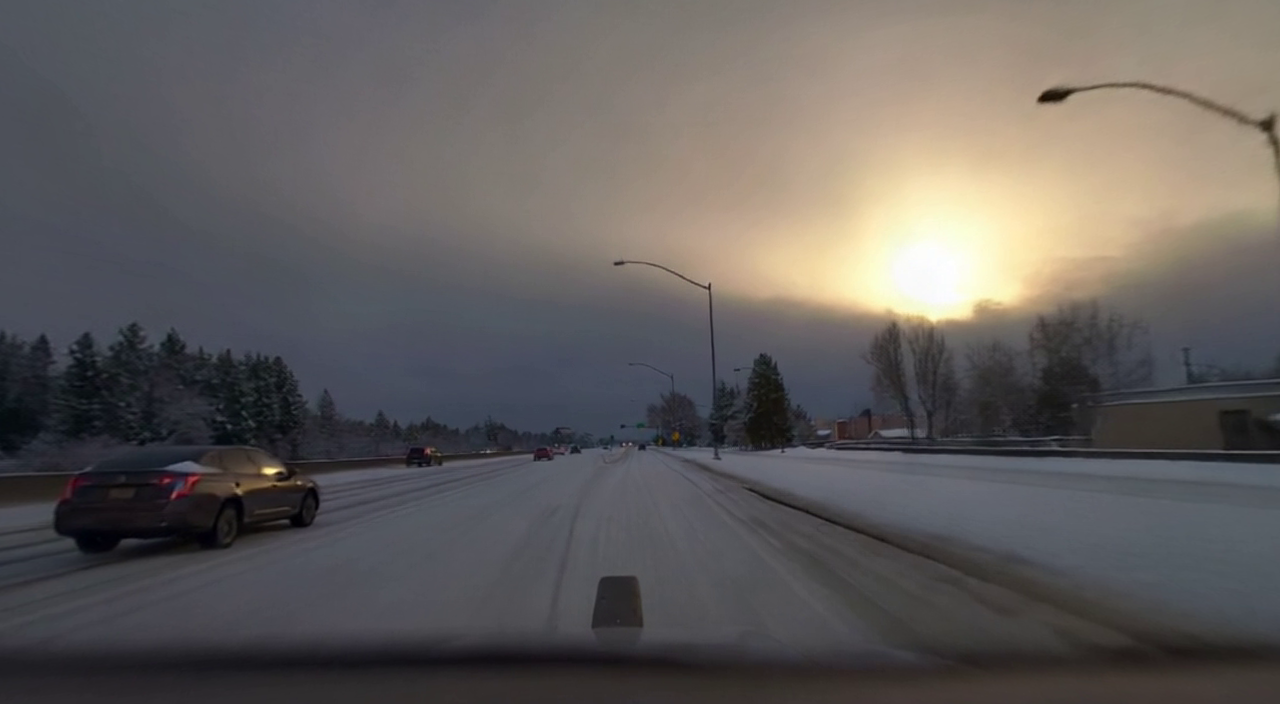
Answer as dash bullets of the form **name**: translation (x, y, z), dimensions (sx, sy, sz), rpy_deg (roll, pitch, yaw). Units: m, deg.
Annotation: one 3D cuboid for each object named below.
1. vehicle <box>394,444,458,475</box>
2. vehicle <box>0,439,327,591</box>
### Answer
- **vehicle**: translation (-12.280, 6.169, 36.602), dimensions (2.126, 1.671, 5.173), rpy_deg (0, -9, -3)
- **vehicle**: translation (-6.393, 1.978, 8.691), dimensions (1.940, 1.479, 4.777), rpy_deg (0, -9, -3)
